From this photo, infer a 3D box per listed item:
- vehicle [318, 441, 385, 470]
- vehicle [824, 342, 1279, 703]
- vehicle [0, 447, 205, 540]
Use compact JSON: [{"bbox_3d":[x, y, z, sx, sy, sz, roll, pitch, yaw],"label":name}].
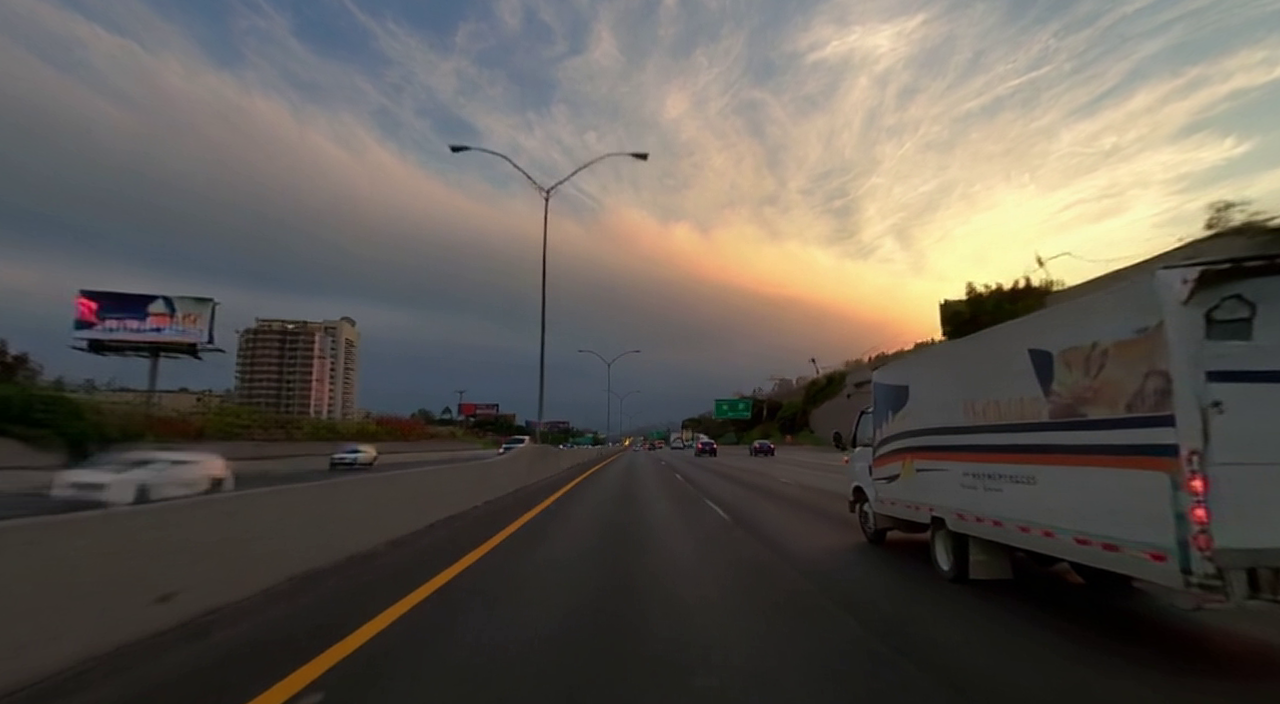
[{"bbox_3d":[-18.281,6.578,40.342,1.894,1.693,5.000,0,-9,0],"label":"vehicle"},{"bbox_3d":[3.104,1.121,4.947,1.973,1.710,4.476,0,-8,0],"label":"vehicle"},{"bbox_3d":[-10.877,2.605,12.314,1.834,1.445,4.127,0,-8,0],"label":"vehicle"}]
